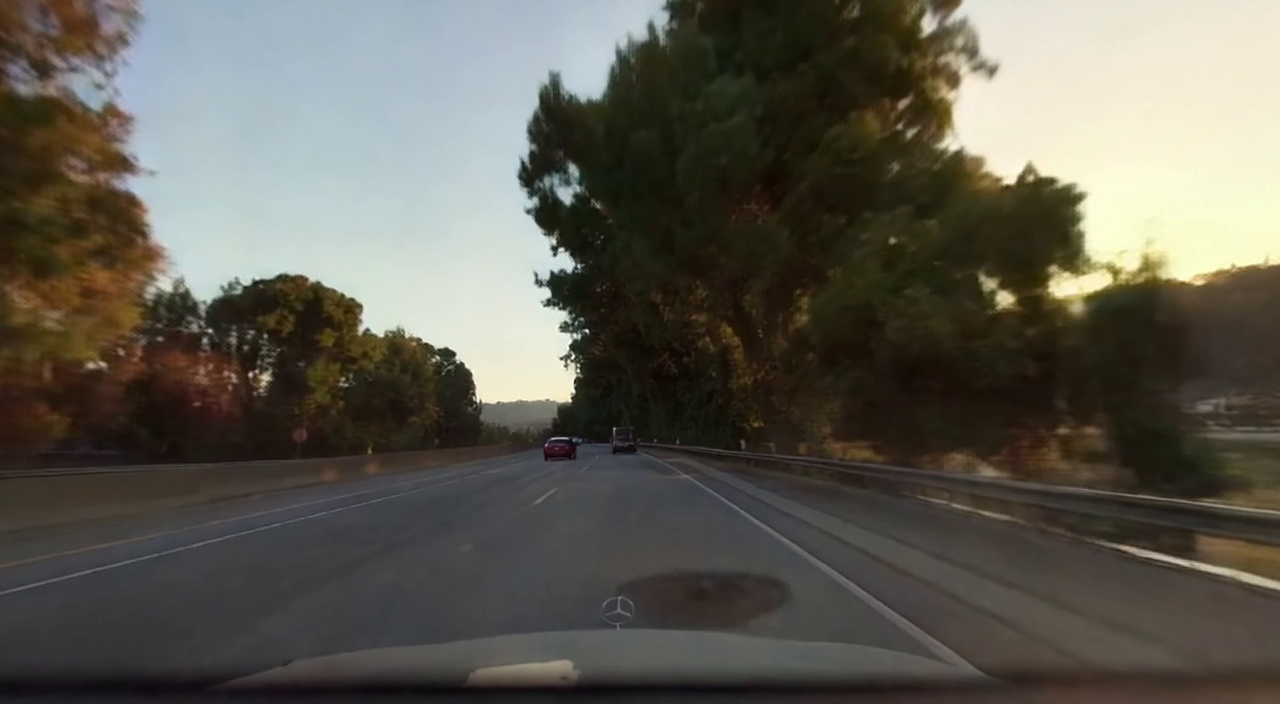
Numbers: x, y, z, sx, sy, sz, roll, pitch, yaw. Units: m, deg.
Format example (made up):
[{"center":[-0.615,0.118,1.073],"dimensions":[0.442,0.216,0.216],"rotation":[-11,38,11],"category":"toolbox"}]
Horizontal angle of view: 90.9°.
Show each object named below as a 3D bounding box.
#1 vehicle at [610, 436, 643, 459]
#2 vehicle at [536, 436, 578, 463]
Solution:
[{"center":[-0.889,6.479,43.057],"dimensions":[2.162,1.460,4.242],"rotation":[0,-8,-1],"category":"vehicle"},{"center":[-4.598,5.478,35.568],"dimensions":[1.907,1.445,4.049],"rotation":[0,-8,-1],"category":"vehicle"}]
